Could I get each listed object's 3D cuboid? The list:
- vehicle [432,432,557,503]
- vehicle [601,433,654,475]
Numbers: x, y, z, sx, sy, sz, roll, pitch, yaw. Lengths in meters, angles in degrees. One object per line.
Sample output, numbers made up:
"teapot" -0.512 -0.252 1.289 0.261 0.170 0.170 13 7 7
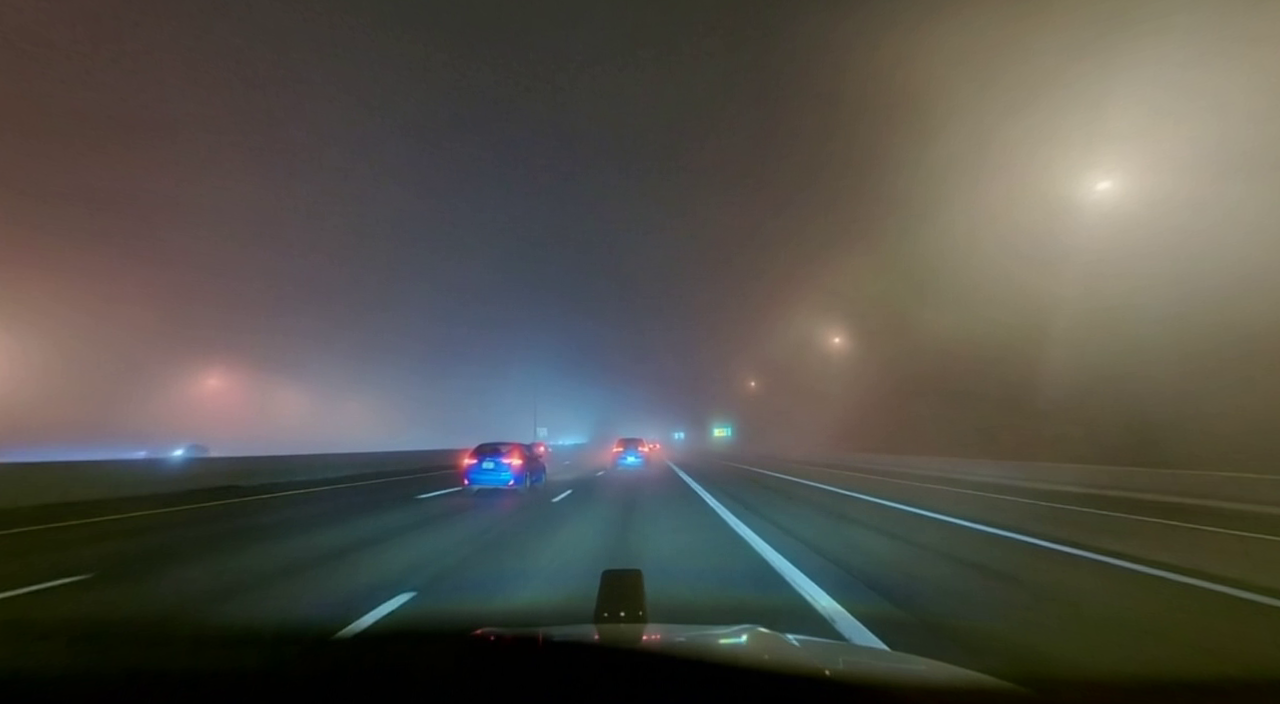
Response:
"vehicle" -3.642 2.988 16.688 2.124 1.607 4.531 0 -9 1
"vehicle" -0.489 4.440 27.441 2.155 1.690 4.318 0 -9 0
